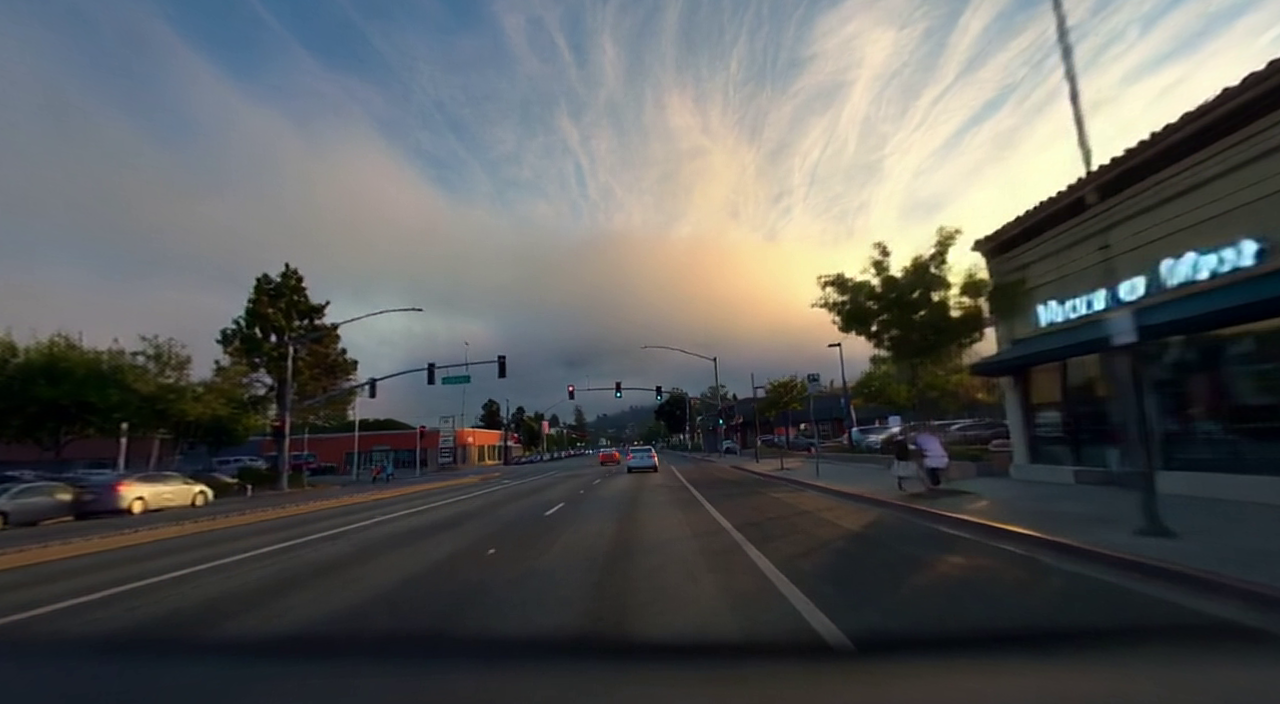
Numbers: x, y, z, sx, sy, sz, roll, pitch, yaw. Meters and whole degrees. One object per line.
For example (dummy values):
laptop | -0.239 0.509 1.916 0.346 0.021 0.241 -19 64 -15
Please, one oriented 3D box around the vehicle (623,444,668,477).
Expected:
vehicle | 0.265 5.086 29.925 1.977 1.451 4.032 0 -9 1

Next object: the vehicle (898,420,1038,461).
vehicle | 13.084 3.552 25.413 4.466 1.553 2.060 0 -9 -1

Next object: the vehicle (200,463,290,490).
vehicle | -25.661 8.073 41.155 2.007 1.466 4.543 -8 -11 42

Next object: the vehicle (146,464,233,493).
vehicle | -26.183 7.315 36.756 3.790 1.515 1.704 8 -12 -43

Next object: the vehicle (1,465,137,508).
vehicle | -25.928 6.096 28.907 4.256 1.697 1.817 5 -10 -33
